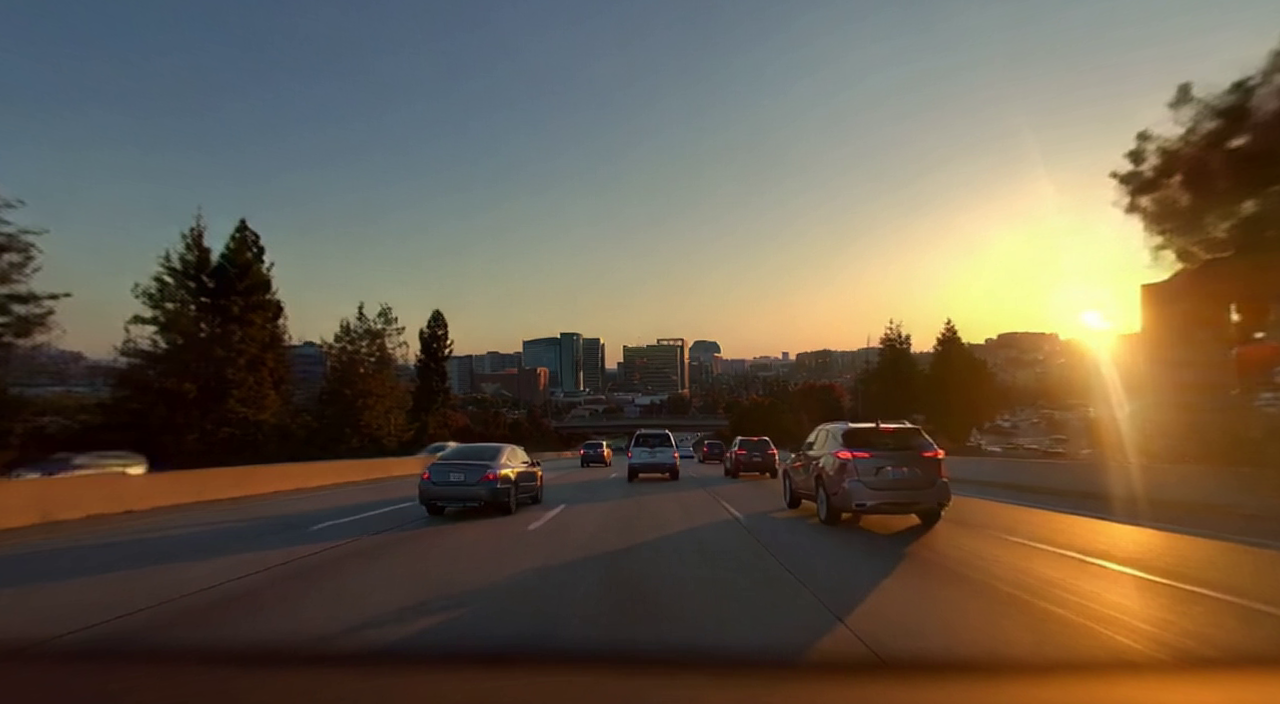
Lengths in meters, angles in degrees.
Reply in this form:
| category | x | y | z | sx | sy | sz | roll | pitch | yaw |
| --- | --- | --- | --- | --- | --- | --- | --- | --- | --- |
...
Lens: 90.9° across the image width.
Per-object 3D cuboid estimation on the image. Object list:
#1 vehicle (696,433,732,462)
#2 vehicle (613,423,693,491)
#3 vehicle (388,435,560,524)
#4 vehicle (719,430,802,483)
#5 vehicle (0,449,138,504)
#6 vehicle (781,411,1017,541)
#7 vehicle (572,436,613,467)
| category | x | y | z | sx | sy | sz | roll | pitch | yaw |
| --- | --- | --- | --- | --- | --- | --- | --- | --- | --- |
| vehicle | 4.852 | 6.318 | 41.899 | 2.039 | 1.832 | 3.989 | -1 | -8 | 2 |
| vehicle | 0.397 | 3.197 | 19.501 | 2.153 | 1.805 | 4.631 | -1 | -8 | 1 |
| vehicle | -3.052 | 2.465 | 12.888 | 1.965 | 1.443 | 4.968 | -1 | -8 | 3 |
| vehicle | 4.090 | 3.630 | 22.184 | 2.094 | 1.676 | 4.309 | -1 | -8 | 1 |
| vehicle | -20.981 | 4.396 | 22.725 | 1.950 | 1.718 | 4.492 | -1 | -8 | 2 |
| vehicle | 3.944 | 1.972 | 10.688 | 2.156 | 1.701 | 4.494 | -1 | -8 | 1 |
| vehicle | -2.763 | 5.874 | 37.481 | 1.951 | 1.694 | 4.188 | -1 | -8 | 3 |
